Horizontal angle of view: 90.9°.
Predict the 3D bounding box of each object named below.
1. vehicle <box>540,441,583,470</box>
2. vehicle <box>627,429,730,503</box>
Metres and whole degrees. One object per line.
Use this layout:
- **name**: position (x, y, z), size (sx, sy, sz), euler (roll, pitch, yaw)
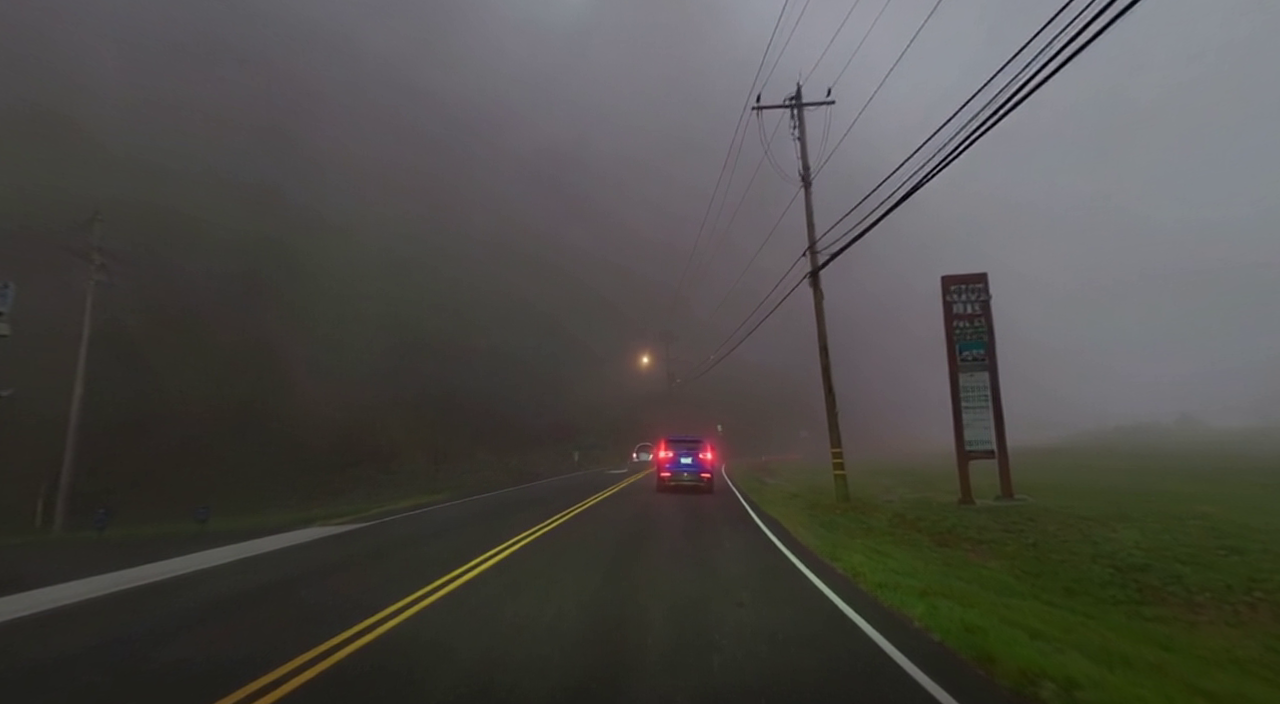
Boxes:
- **vehicle**: position (-5.874, 7.599, 46.502), size (2.668, 1.981, 5.575), euler (2, -9, -12)
- **vehicle**: position (0.859, 2.617, 14.818), size (2.081, 1.503, 3.726), euler (0, -8, 2)
